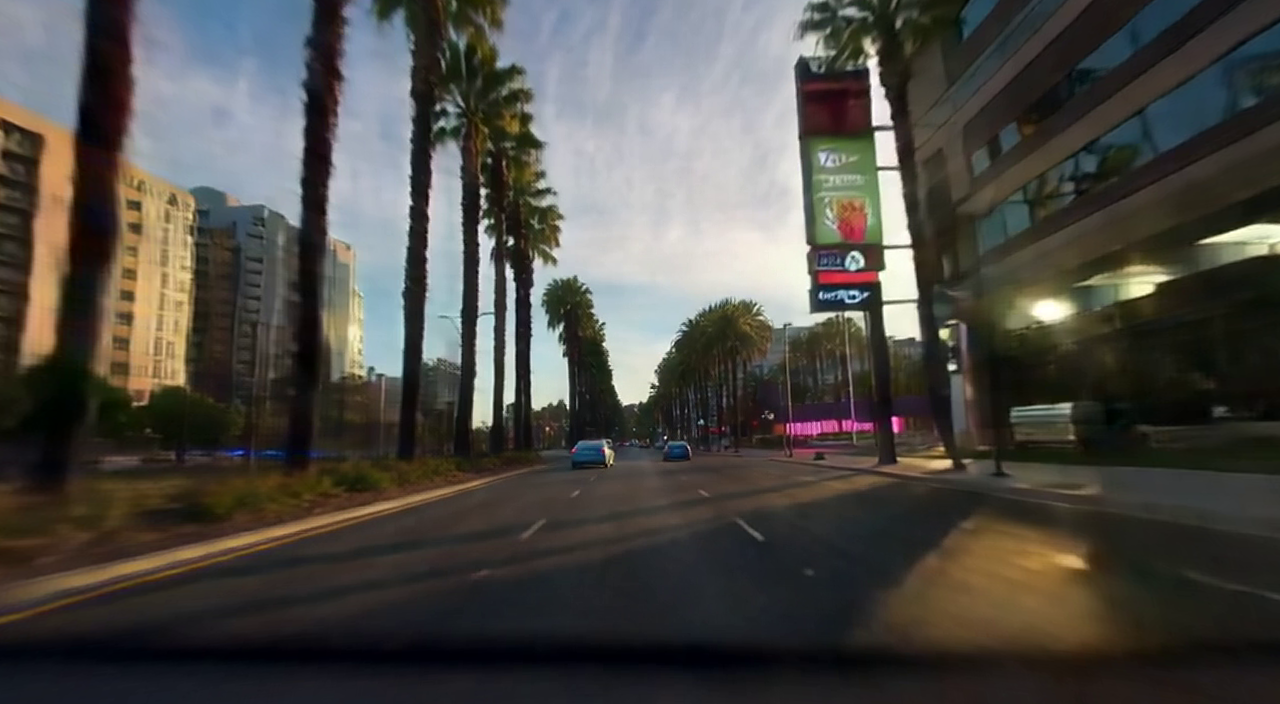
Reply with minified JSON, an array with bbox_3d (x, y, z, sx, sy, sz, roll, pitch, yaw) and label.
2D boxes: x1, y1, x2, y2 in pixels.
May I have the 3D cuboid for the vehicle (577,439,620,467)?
[{"bbox_3d":[-2.496,6.232,39.050,2.160,1.615,4.117,-1,-9,4],"label":"vehicle"}]
